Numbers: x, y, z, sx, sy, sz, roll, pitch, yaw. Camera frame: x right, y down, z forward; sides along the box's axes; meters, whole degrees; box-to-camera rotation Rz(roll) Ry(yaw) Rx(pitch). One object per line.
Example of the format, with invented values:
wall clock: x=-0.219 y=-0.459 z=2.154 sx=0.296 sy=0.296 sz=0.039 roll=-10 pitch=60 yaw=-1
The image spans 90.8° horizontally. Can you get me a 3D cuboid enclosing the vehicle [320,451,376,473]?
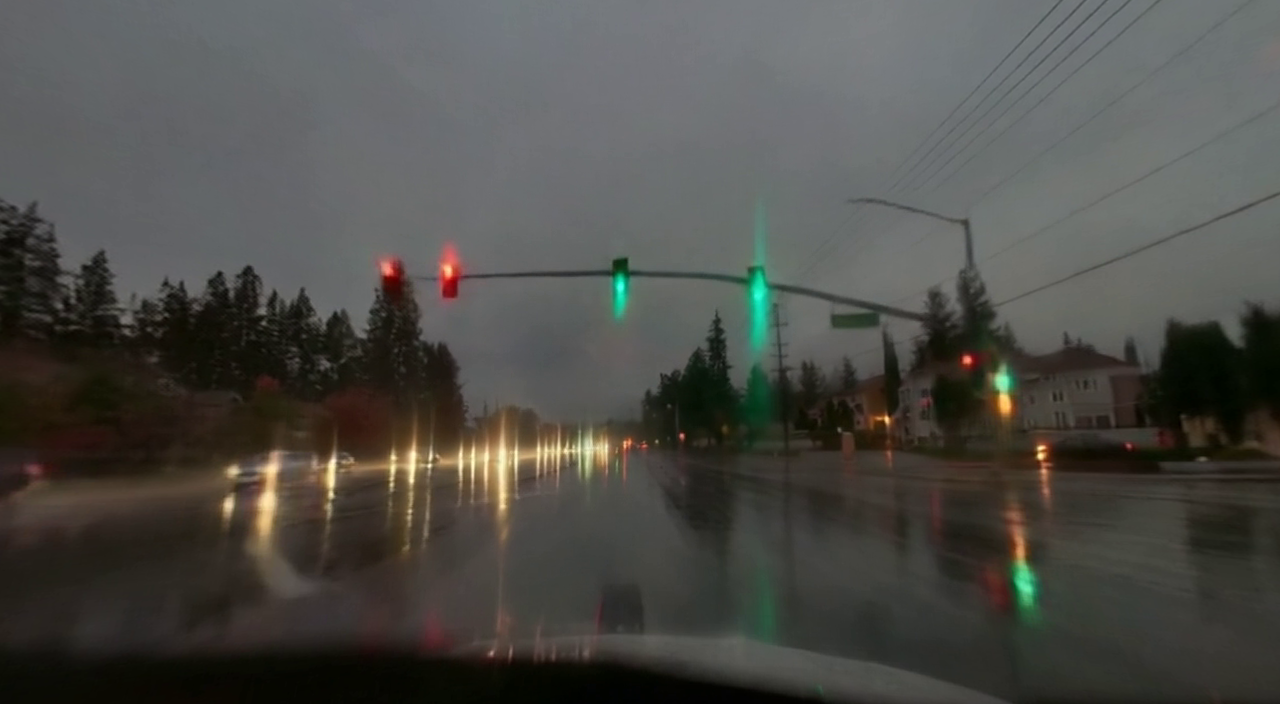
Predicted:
vehicle: x=-21.978 y=8.290 z=47.747 sx=2.002 sy=1.489 sz=4.734 roll=0 pitch=-8 yaw=-1

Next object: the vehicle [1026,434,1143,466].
vehicle: x=21.898 y=4.852 z=31.247 sx=4.439 sy=1.454 sz=1.842 roll=-8 pitch=-11 yaw=41

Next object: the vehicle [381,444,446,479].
vehicle: x=-12.010 y=5.777 z=33.807 sx=1.912 sy=1.509 sz=4.425 roll=-4 pitch=-7 yaw=-1

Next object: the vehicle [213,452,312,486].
vehicle: x=-18.483 y=5.736 z=31.235 sx=1.952 sy=1.469 sz=4.811 roll=0 pitch=-8 yaw=-1
